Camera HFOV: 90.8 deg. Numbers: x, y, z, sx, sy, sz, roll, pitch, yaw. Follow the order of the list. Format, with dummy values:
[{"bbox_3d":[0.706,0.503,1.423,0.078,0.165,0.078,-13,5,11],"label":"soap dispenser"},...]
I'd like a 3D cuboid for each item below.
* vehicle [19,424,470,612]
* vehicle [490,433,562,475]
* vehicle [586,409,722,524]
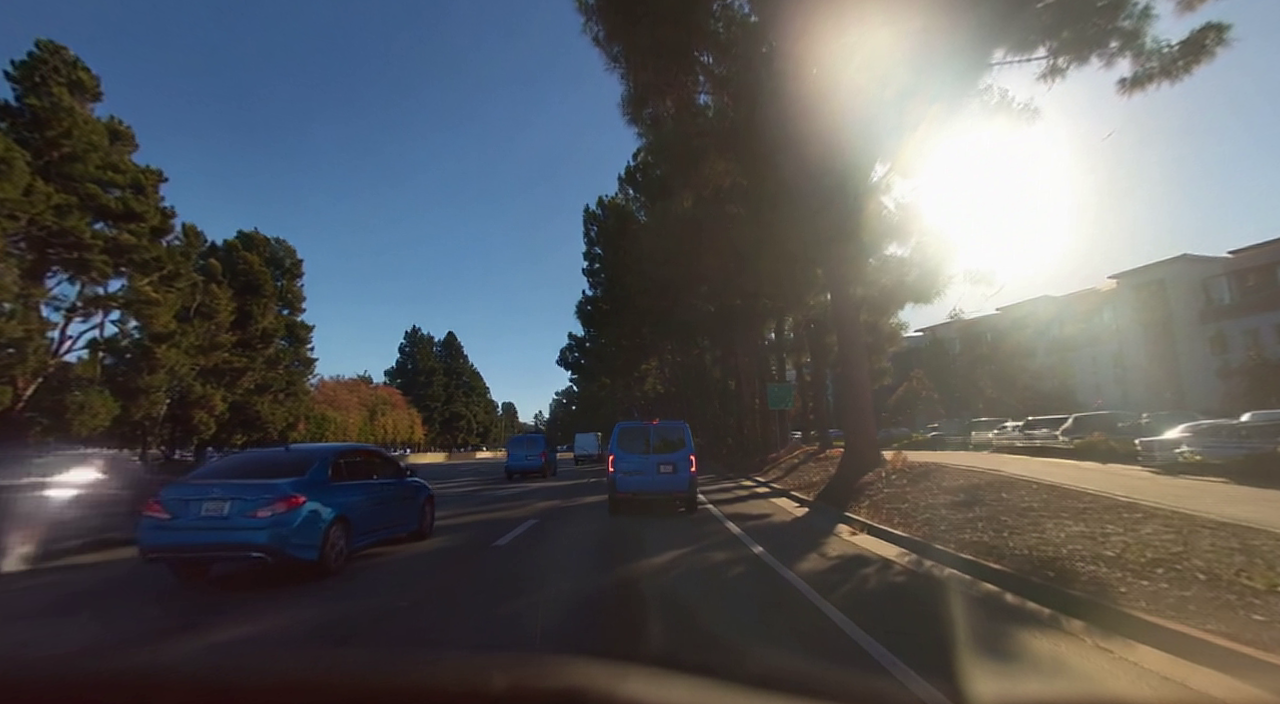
[{"bbox_3d":[-3.825,1.679,7.484,1.991,1.459,4.813,-1,-9,4],"label":"vehicle"},{"bbox_3d":[-5.107,4.649,28.971,2.116,1.714,4.757,-1,-9,4],"label":"vehicle"},{"bbox_3d":[0.295,2.154,12.295,2.173,1.830,4.189,0,-9,2],"label":"vehicle"}]
